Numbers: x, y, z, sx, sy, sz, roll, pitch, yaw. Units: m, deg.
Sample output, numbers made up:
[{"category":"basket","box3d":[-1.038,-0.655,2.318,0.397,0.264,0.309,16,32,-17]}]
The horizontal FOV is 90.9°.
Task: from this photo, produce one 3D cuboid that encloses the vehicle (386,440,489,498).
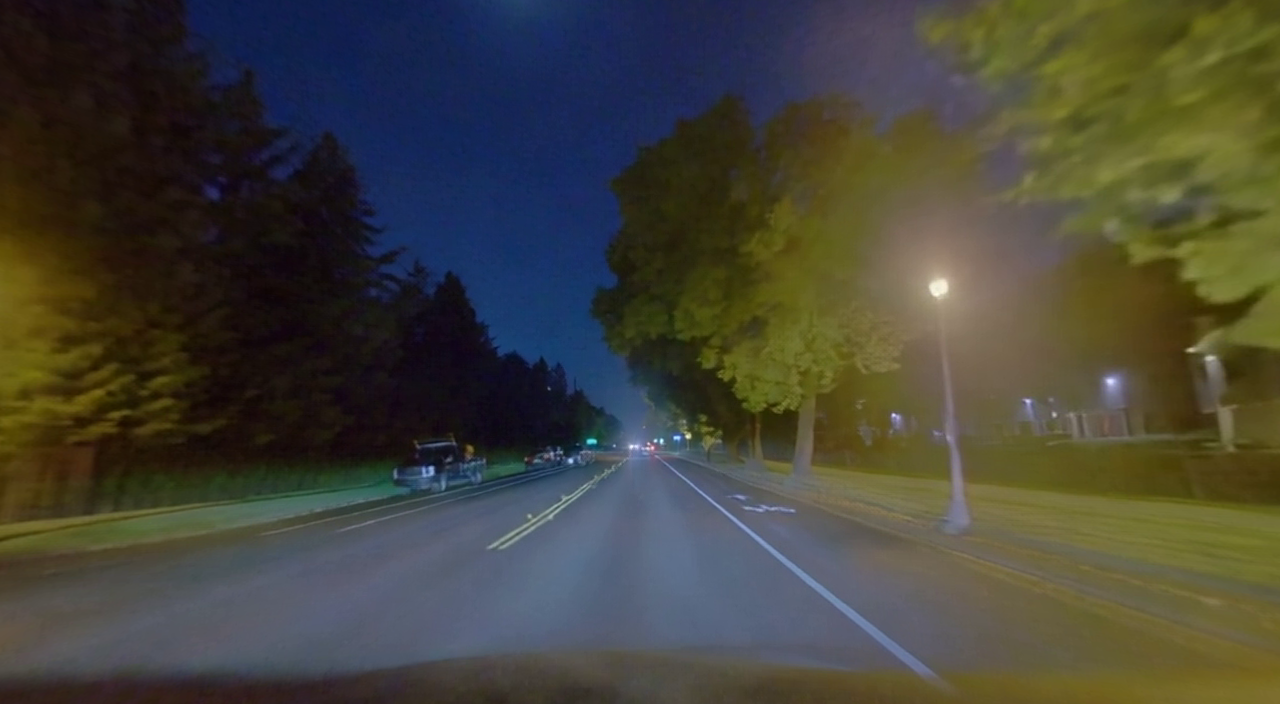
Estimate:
[{"category":"vehicle","box3d":[-8.227,4.745,26.351,2.422,1.855,6.165,-4,-7,-2]}]
